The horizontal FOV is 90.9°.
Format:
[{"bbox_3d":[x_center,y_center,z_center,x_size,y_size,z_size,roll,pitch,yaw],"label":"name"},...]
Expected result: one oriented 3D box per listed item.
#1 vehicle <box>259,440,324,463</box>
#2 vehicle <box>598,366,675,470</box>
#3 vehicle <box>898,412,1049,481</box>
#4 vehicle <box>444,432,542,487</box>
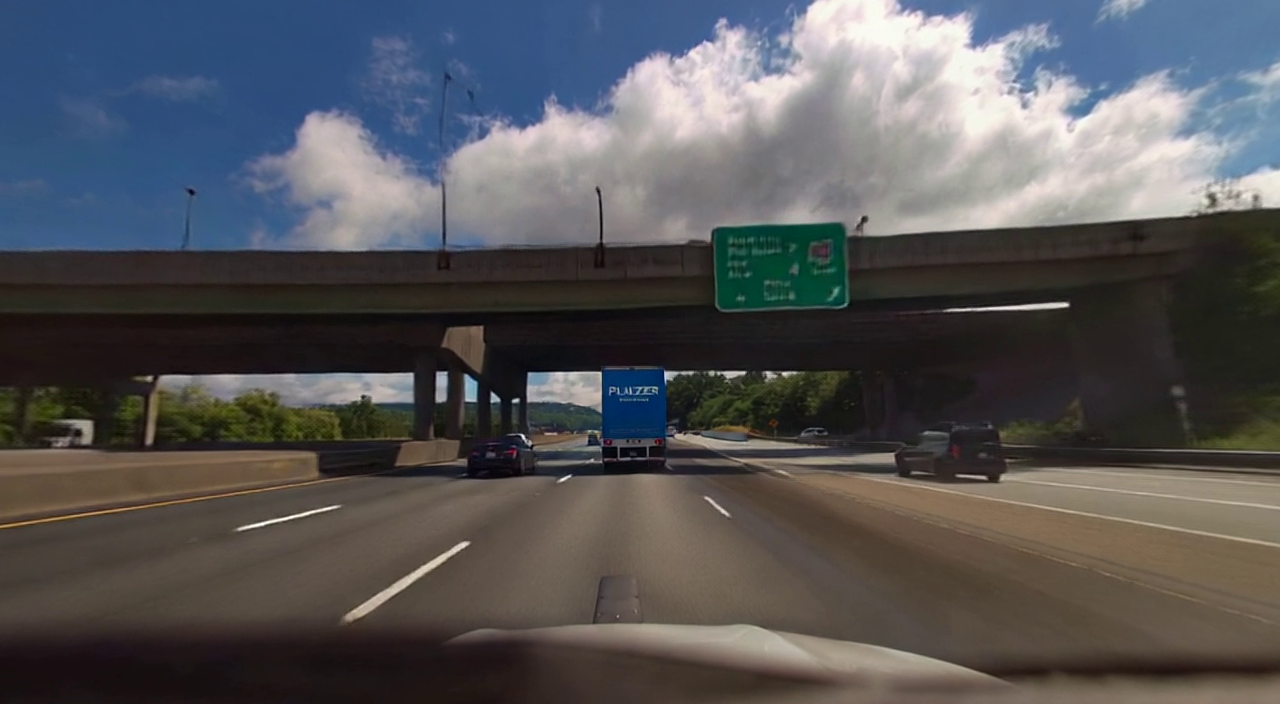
[{"bbox_3d":[-24.315,6.926,44.166,1.869,1.515,4.759,0,-8,-1],"label":"vehicle"},{"bbox_3d":[-0.337,3.307,30.035,2.926,3.959,11.818,0,-8,-2],"label":"vehicle"},{"bbox_3d":[9.934,2.868,19.286,2.052,1.841,4.481,0,-8,-1],"label":"vehicle"},{"bbox_3d":[-4.221,3.127,18.782,1.943,1.446,4.158,0,-8,0],"label":"vehicle"}]
